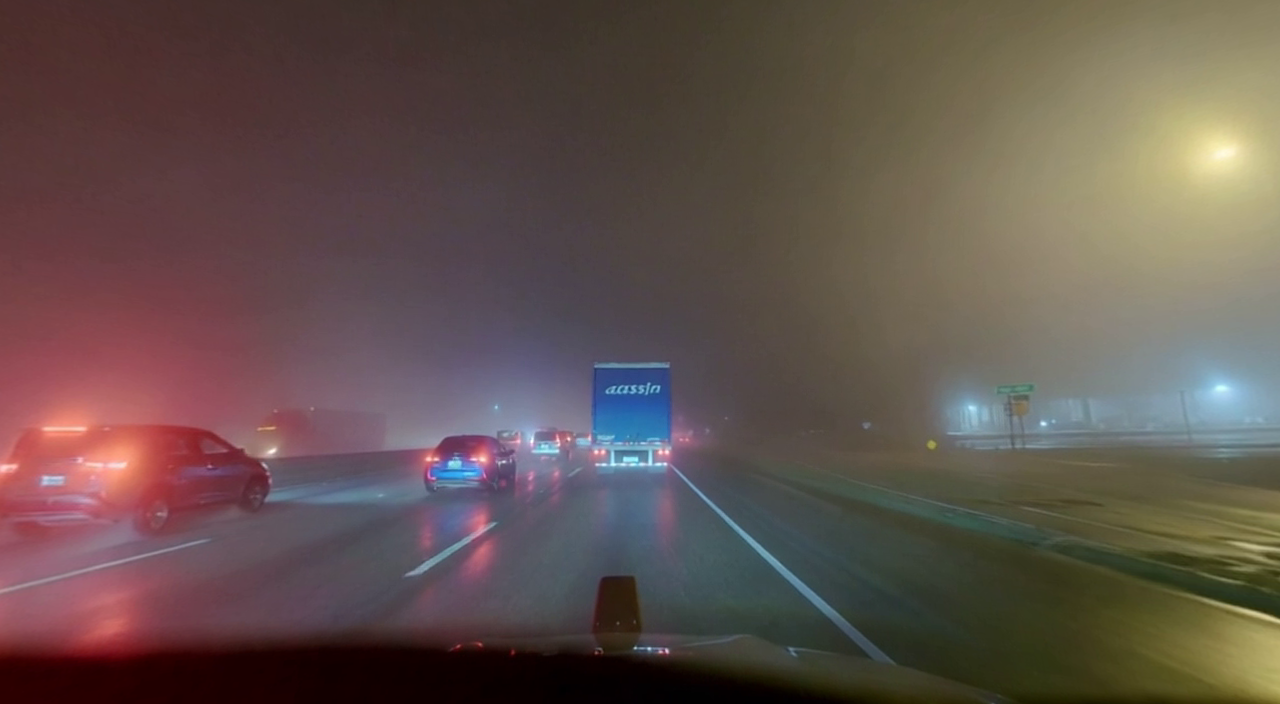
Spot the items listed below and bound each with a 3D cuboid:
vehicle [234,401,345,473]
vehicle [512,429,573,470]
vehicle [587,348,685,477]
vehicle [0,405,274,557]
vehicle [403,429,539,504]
[{"bbox_3d":[-22.175,5.428,40.305,3.113,4.229,6.375,0,-8,2],"label":"vehicle"},{"bbox_3d":[-4.059,4.146,26.912,1.946,1.599,4.073,0,-8,0],"label":"vehicle"},{"bbox_3d":[-0.291,2.693,26.007,3.171,4.204,11.036,0,-8,-2],"label":"vehicle"},{"bbox_3d":[-7.772,1.762,9.351,1.998,1.698,4.461,0,-8,-1],"label":"vehicle"},{"bbox_3d":[-3.806,2.630,15.051,1.964,1.507,4.361,0,-8,1],"label":"vehicle"}]
